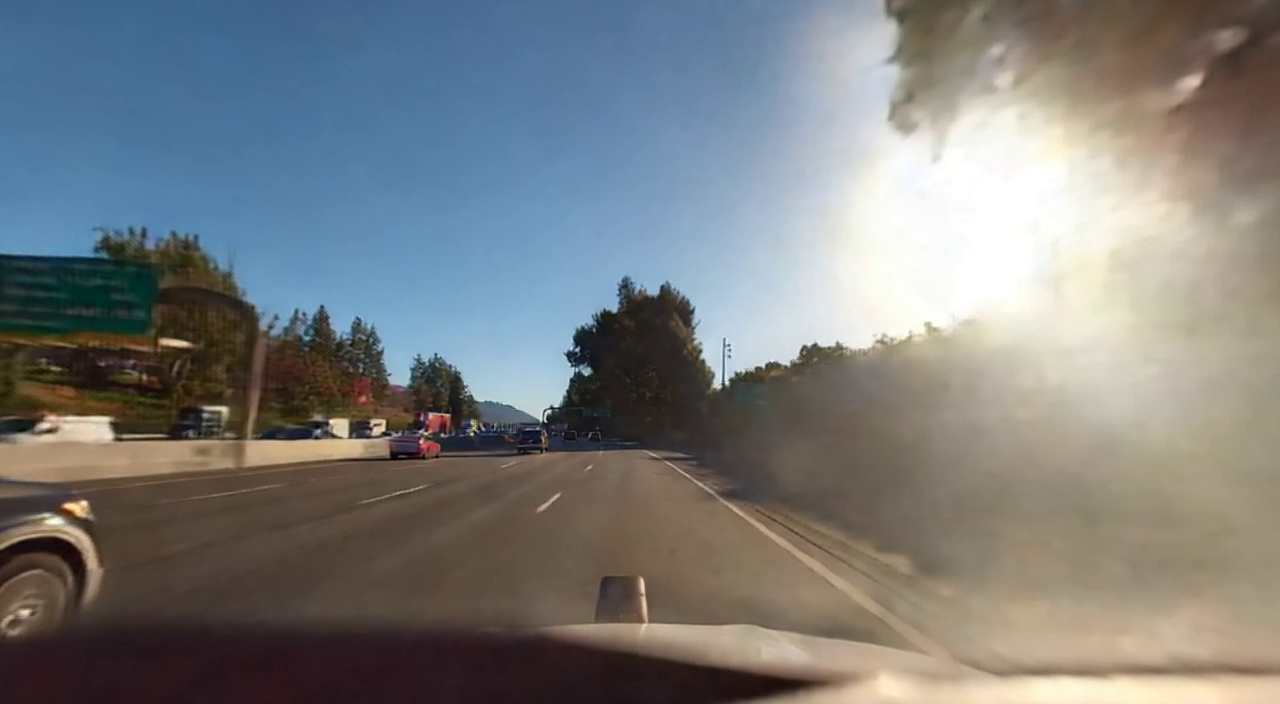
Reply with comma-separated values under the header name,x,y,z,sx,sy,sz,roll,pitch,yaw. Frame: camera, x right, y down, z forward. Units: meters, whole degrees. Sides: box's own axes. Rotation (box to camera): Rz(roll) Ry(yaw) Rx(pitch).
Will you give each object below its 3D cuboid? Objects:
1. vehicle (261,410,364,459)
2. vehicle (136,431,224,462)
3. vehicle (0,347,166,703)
name,x,y,z,sx,sy,sz,roll,pitch,yaw
vehicle,-18.600,4.768,36.321,2.415,2.528,6.726,0,-8,-2
vehicle,-22.316,4.571,30.745,1.743,1.400,3.431,0,-8,-2
vehicle,-3.934,0.632,1.560,2.187,1.639,4.318,0,-8,-1
